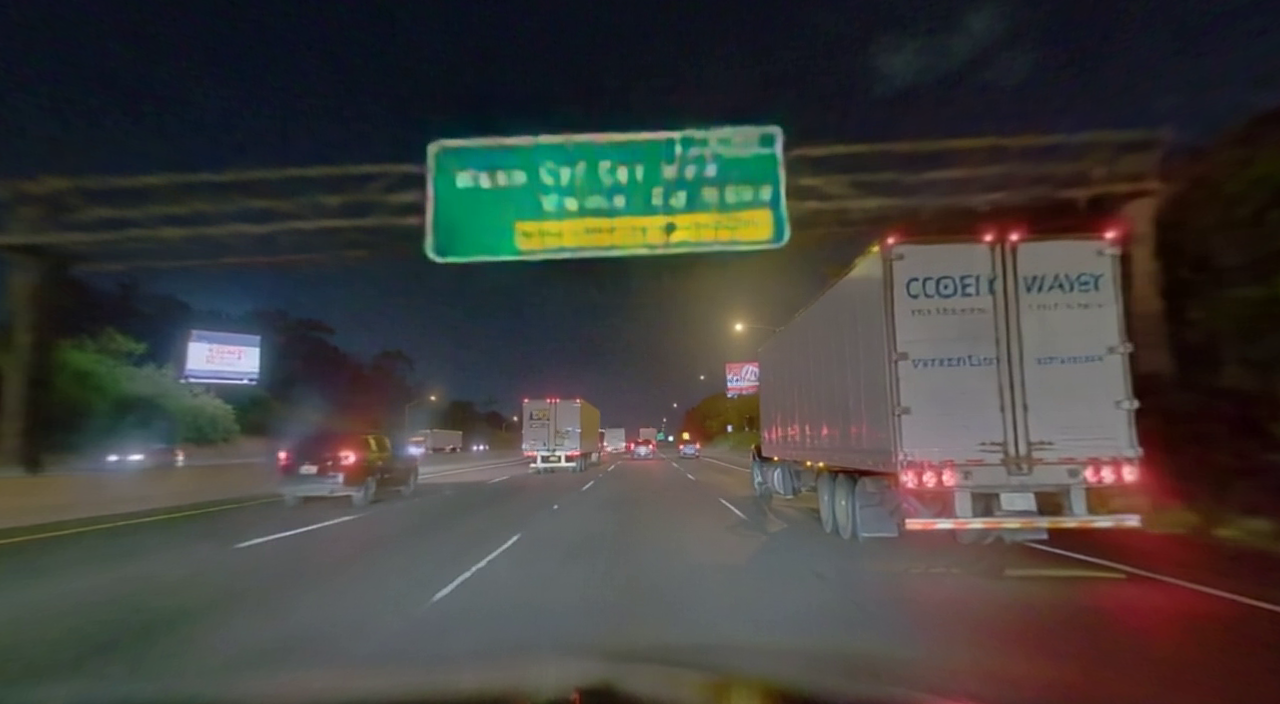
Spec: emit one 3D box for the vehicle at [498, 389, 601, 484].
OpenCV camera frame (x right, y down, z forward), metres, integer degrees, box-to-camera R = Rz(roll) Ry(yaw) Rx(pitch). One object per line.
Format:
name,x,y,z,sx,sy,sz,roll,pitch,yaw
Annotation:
vehicle,-3.264,3.379,24.914,2.745,3.156,7.608,0,-8,1

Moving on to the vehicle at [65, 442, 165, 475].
vehicle,-31.693,6.421,38.303,1.995,1.814,4.701,0,-8,0

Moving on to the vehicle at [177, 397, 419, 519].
vehicle,-7.193,2.341,14.291,2.322,2.195,5.556,0,-8,0

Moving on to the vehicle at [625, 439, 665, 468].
vehicle,0.251,5.719,35.675,2.105,1.502,4.068,0,-8,0

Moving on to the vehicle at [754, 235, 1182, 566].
vehicle,4.043,1.008,10.410,2.895,3.484,7.631,0,-8,0
